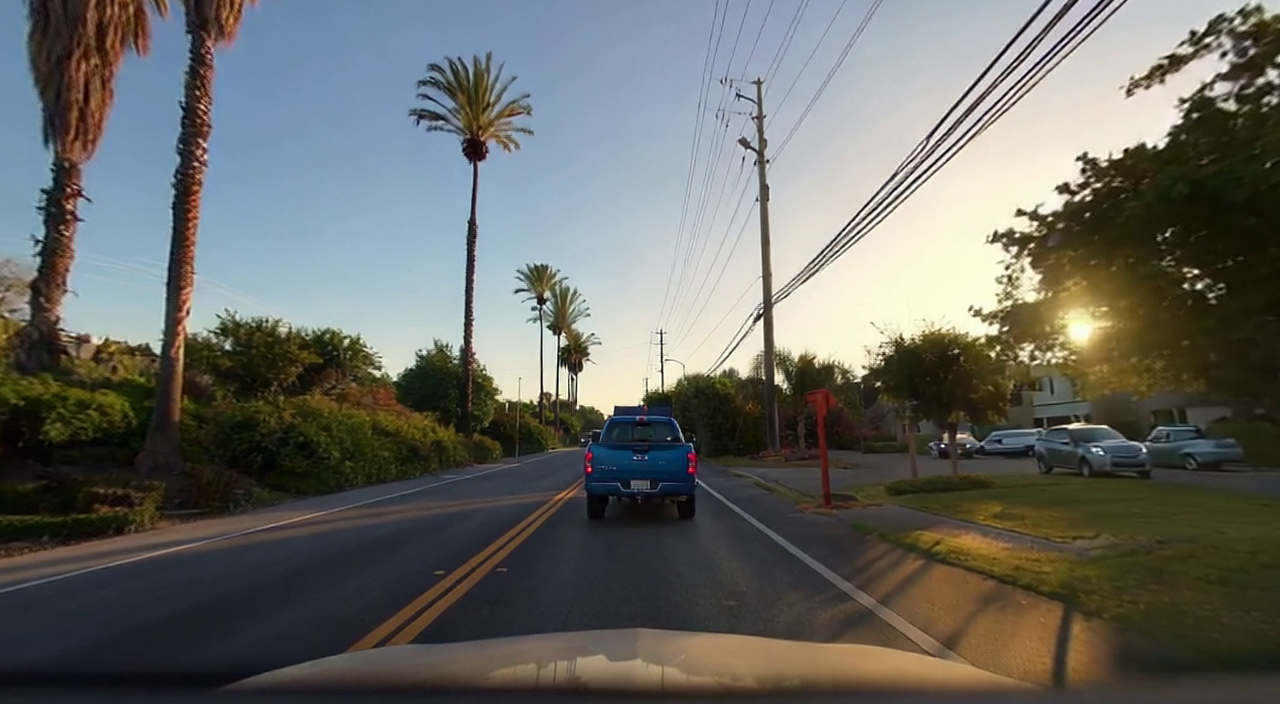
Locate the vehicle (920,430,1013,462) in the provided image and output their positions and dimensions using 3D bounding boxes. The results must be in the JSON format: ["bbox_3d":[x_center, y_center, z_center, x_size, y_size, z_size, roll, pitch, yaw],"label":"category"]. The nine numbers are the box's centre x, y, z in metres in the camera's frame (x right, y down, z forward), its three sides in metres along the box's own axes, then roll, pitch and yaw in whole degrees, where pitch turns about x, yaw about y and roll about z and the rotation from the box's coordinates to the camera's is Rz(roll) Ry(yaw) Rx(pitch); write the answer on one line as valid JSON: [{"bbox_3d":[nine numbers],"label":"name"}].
[{"bbox_3d":[20.539,5.982,40.150,2.277,1.836,6.267,-1,-9,-3],"label":"vehicle"}]

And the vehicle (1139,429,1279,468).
[{"bbox_3d":[24.574,4.207,27.365,4.314,1.553,1.948,0,-11,-7],"label":"vehicle"}]

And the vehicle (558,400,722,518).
[{"bbox_3d":[-0.016,2.314,14.060,2.848,2.047,5.885,0,-8,0],"label":"vehicle"}]

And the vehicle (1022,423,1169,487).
[{"bbox_3d":[16.081,3.693,22.837,2.338,1.917,6.076,-5,-9,17],"label":"vehicle"}]
